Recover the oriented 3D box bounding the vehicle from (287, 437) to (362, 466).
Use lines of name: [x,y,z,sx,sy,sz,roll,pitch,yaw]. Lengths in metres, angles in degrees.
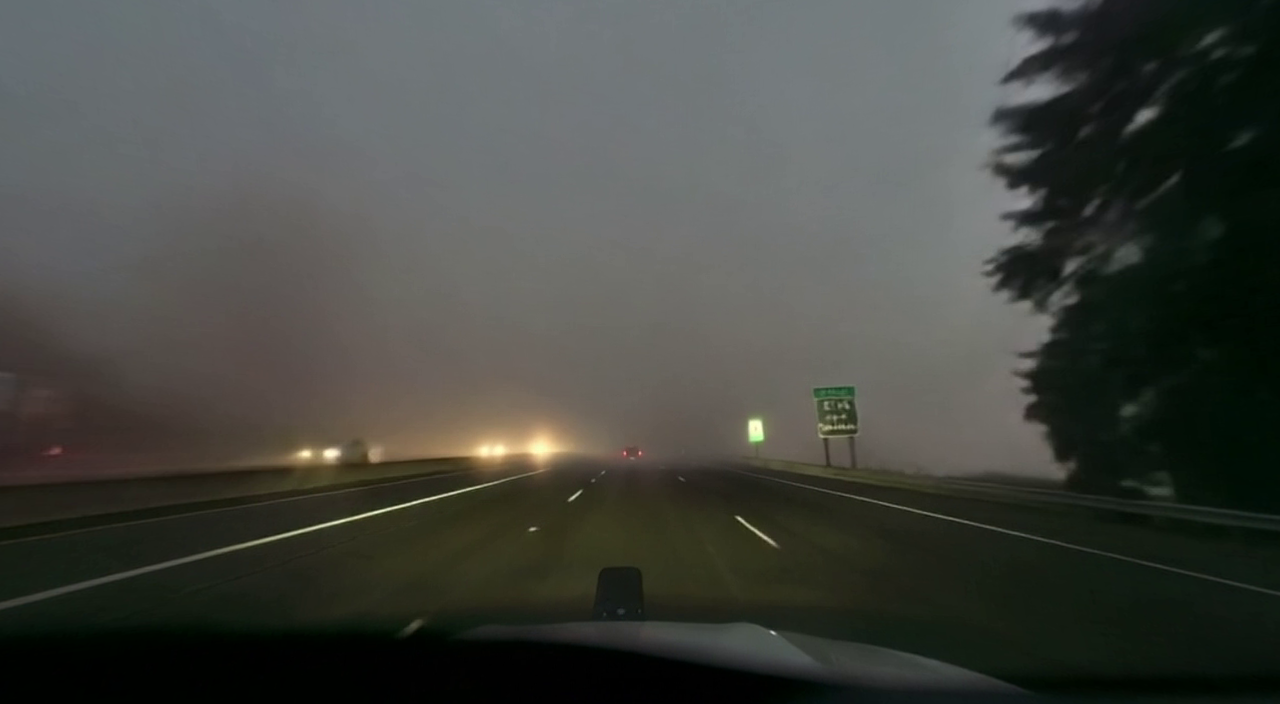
vehicle: [-17.173,5.432,34.561,1.856,1.447,4.302,0,-9,0]
